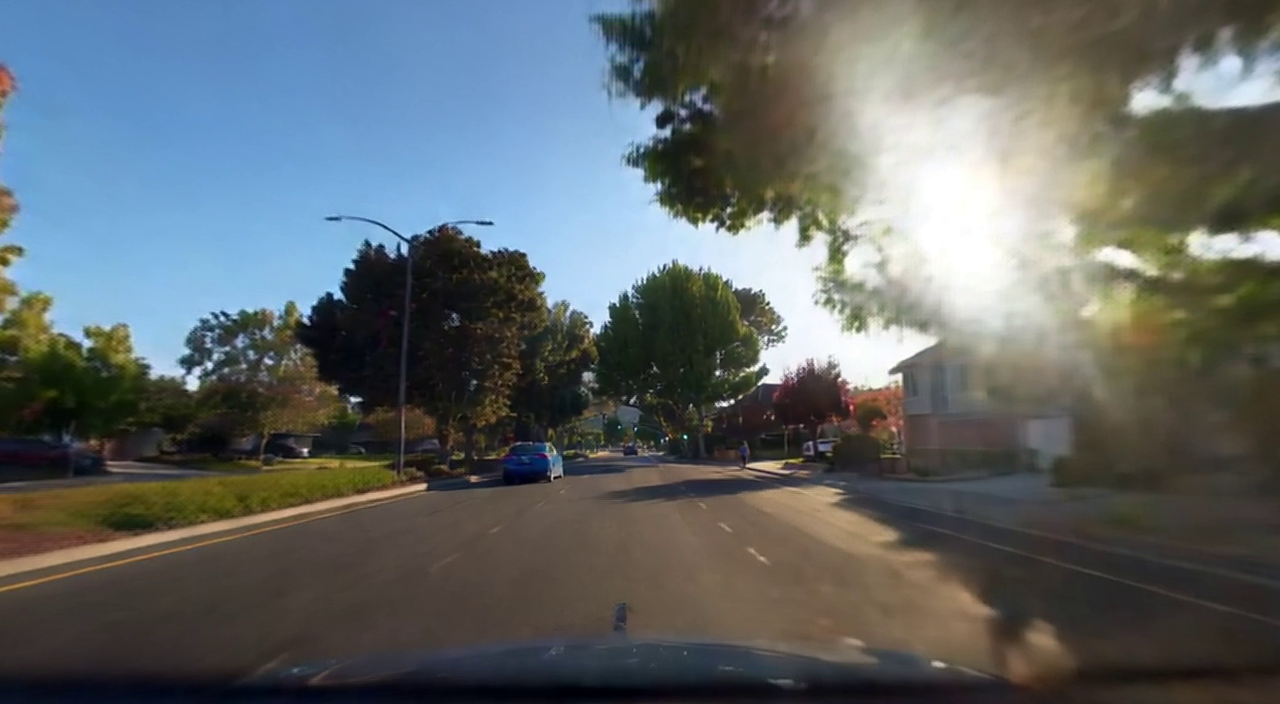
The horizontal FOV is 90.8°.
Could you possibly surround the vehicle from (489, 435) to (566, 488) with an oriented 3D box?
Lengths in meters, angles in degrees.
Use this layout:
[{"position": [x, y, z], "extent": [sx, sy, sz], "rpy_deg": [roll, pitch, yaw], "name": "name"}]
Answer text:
[{"position": [-4.021, 3.979, 23.312], "extent": [1.993, 1.733, 4.262], "rpy_deg": [0, -8, 1], "name": "vehicle"}]
